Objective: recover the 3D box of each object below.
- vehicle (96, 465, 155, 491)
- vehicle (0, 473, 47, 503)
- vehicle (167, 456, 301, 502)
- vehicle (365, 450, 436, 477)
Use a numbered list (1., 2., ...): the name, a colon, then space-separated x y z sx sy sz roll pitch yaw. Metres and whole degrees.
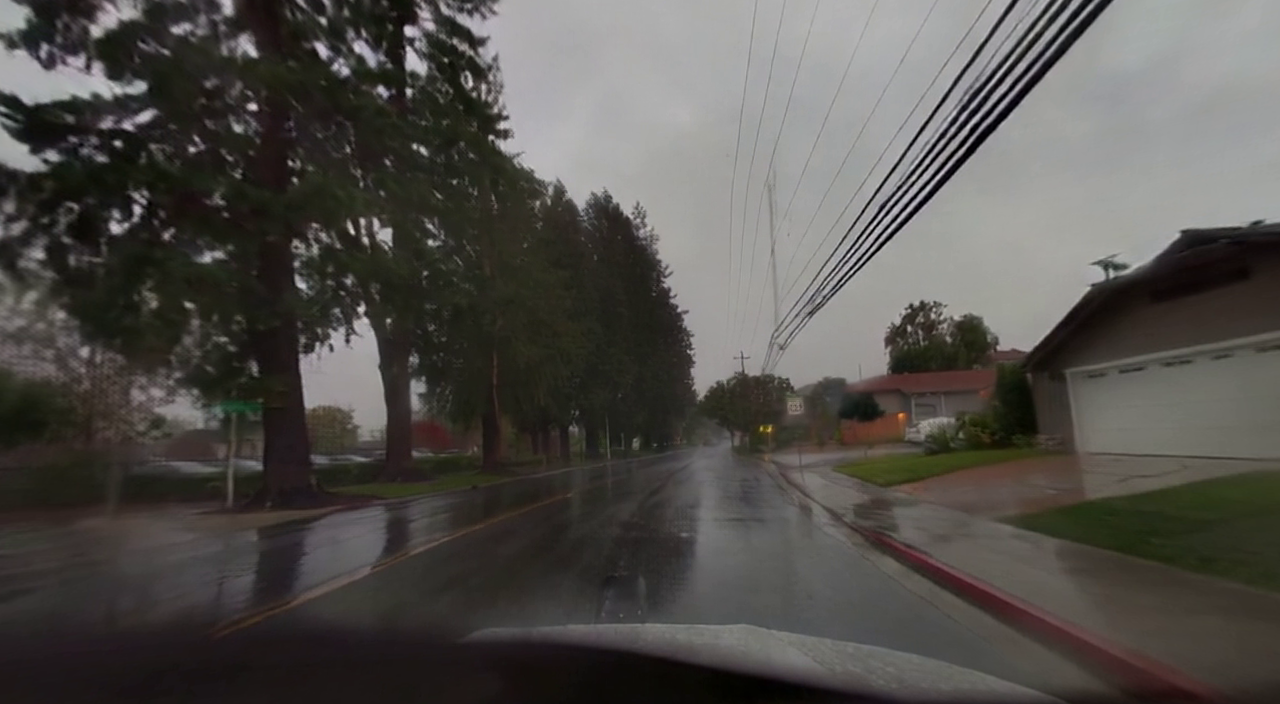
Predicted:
1. vehicle: -35.367 8.594 43.408 4.478 1.533 2.018 -7 -11 37
2. vehicle: -37.853 8.134 37.987 4.305 1.465 1.903 -5 -10 30
3. vehicle: -17.417 5.443 27.415 4.675 1.442 1.906 -1 -8 -25
4. vehicle: -15.306 7.151 40.540 4.123 1.603 1.906 3 -9 -18
